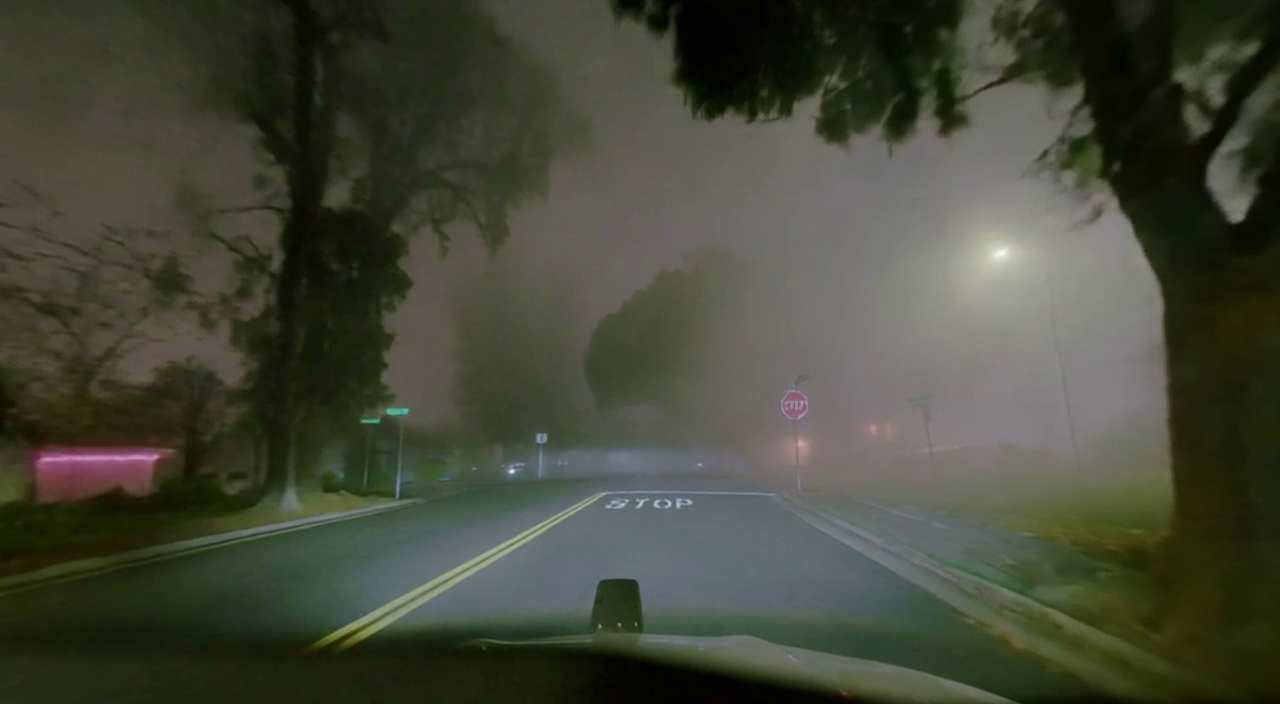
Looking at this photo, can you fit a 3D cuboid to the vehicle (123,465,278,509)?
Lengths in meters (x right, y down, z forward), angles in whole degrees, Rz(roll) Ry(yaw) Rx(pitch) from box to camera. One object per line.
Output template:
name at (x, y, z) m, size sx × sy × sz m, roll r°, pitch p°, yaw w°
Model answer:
vehicle at (-16.431, 5.049, 23.801) m, size 4.320 × 1.443 × 1.867 m, roll 0°, pitch -9°, yaw -6°

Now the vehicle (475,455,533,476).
vehicle at (-10.230, 8.587, 47.697) m, size 3.937 × 1.390 × 1.644 m, roll 1°, pitch -7°, yaw 3°

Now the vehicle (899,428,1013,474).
vehicle at (16.420, 5.168, 32.927) m, size 4.788 × 1.875 × 2.148 m, roll 1°, pitch -20°, yaw -13°

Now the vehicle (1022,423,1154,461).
vehicle at (18.621, 3.768, 26.272) m, size 4.682 × 1.483 × 1.917 m, roll 3°, pitch -9°, yaw -18°
